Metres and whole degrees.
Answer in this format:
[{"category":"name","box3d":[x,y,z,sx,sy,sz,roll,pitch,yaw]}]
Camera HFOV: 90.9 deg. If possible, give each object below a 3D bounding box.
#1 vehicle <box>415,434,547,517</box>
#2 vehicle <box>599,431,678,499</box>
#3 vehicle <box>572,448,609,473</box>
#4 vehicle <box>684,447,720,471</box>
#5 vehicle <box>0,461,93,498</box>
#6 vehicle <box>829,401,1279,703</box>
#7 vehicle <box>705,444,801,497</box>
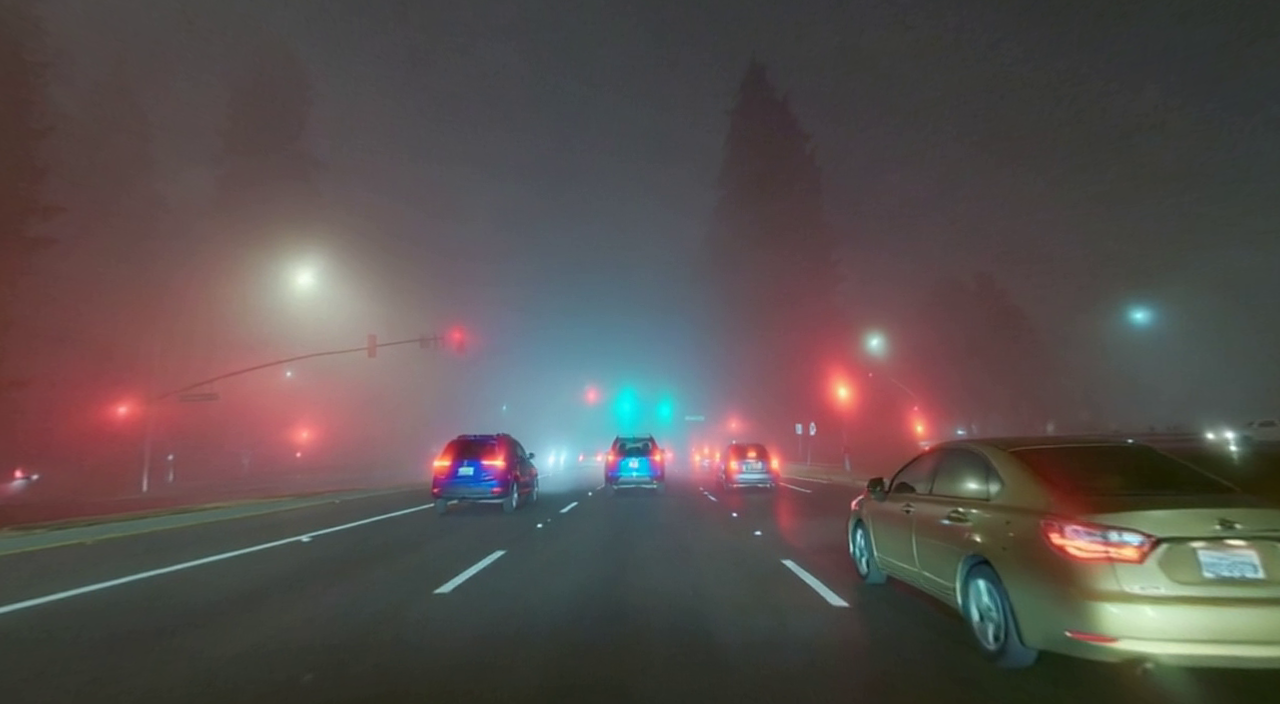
[{"category":"vehicle","box3d":[-3.649,2.896,15.355,2.039,1.709,4.265,0,-8,1]},{"category":"vehicle","box3d":[-0.031,3.391,19.347,2.132,1.816,4.471,0,-8,0]},{"category":"vehicle","box3d":[-3.006,6.735,39.383,1.897,1.479,4.204,-1,-8,1]},{"category":"vehicle","box3d":[4.161,7.245,42.902,1.996,1.443,4.270,0,-8,0]},{"category":"vehicle","box3d":[-33.735,6.932,34.511,5.352,1.850,2.276,0,-8,-2]},{"category":"vehicle","box3d":[3.061,1.252,4.604,1.976,1.491,4.427,0,-8,0]},{"category":"vehicle","box3d":[3.447,3.696,20.191,2.036,1.480,4.659,0,-8,-2]}]
